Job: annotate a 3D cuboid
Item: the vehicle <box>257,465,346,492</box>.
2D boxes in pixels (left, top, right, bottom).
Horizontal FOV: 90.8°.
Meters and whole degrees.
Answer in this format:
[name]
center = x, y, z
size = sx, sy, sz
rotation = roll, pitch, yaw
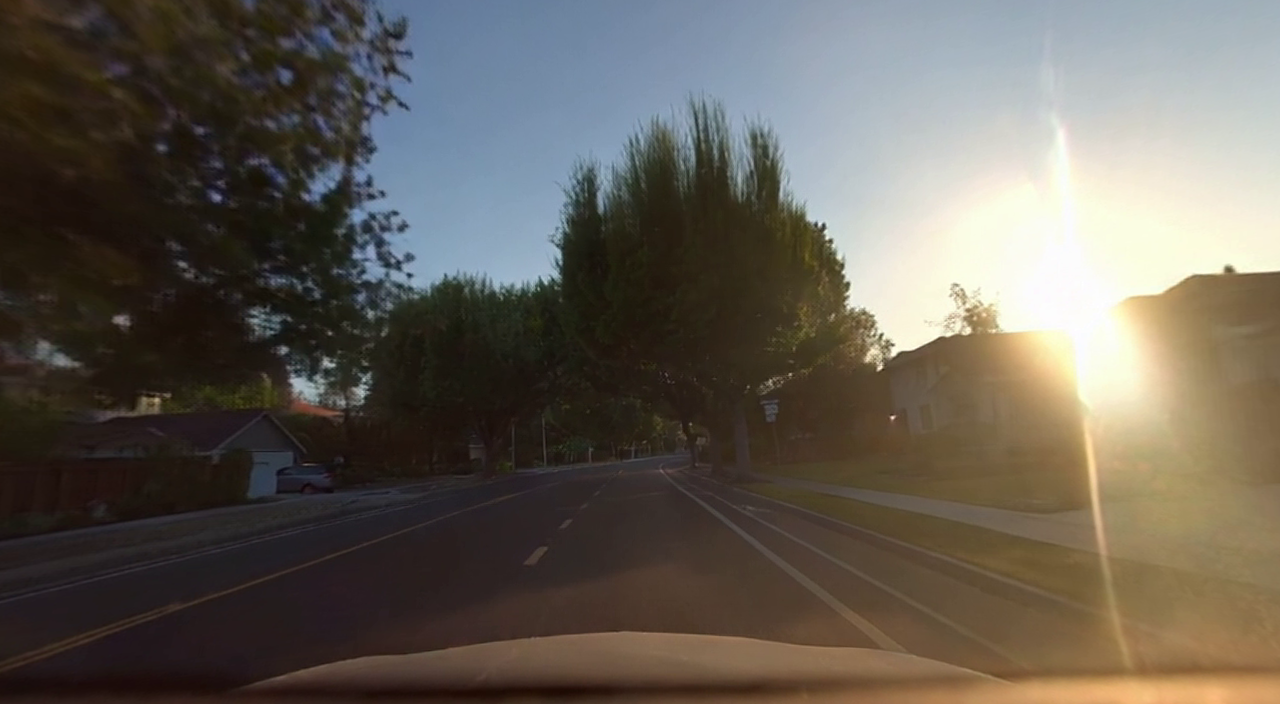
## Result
[vehicle]
center = -19.305, 7.193, 36.122
size = 4.173, 1.423, 1.657
rotation = 0, -9, 3
